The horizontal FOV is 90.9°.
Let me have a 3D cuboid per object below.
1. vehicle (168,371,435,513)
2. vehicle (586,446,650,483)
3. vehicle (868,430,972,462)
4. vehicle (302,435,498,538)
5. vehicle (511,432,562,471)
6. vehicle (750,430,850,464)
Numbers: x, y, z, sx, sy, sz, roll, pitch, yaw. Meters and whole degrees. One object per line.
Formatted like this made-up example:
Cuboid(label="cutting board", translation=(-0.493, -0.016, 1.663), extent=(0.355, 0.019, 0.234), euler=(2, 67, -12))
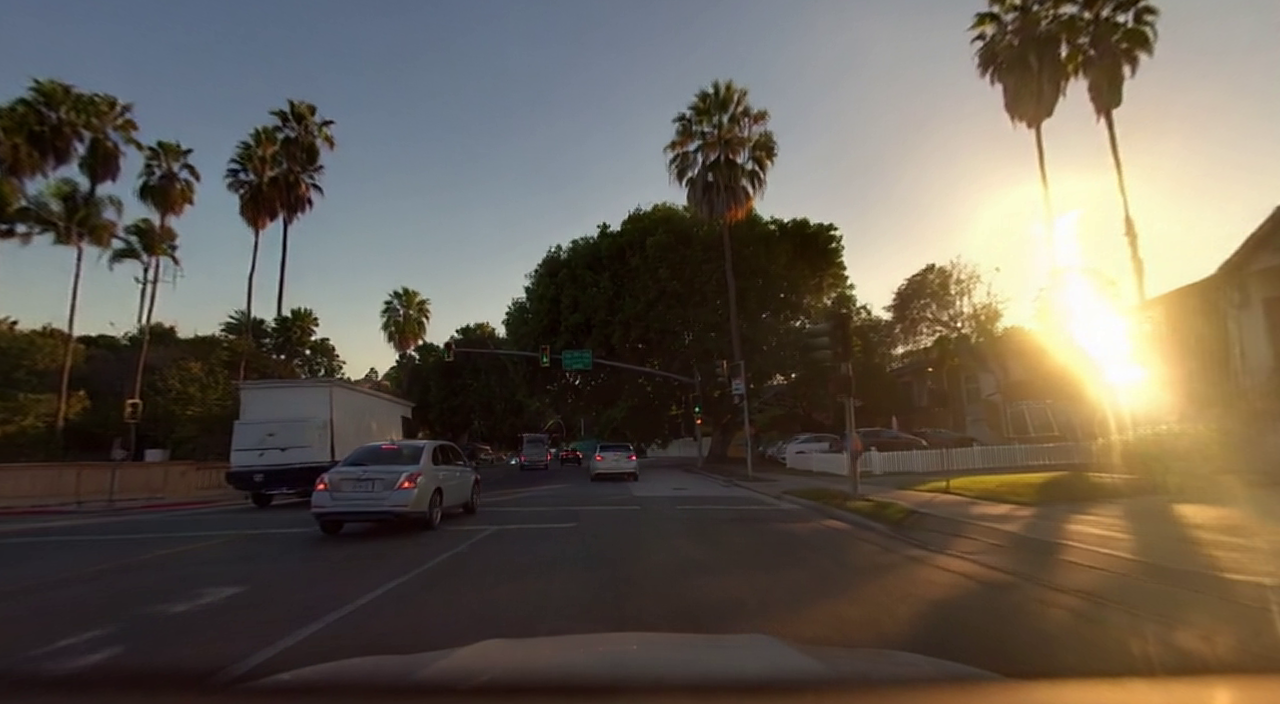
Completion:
Cuboid(label="vehicle", translation=(-7.645, 2.228, 15.603), extent=(2.821, 2.701, 6.721), euler=(-1, -8, 0))
Cuboid(label="vehicle", translation=(-0.841, 4.093, 23.299), extent=(2.131, 1.222, 3.868), euler=(0, -9, -3))
Cuboid(label="vehicle", translation=(14.565, 4.881, 32.836), extent=(4.615, 1.555, 2.021), euler=(2, -9, -15))
Cuboid(label="vehicle", translation=(-3.925, 2.252, 11.212), extent=(1.709, 1.425, 4.337), euler=(-1, -9, 1))
Cuboid(label="vehicle", translation=(-5.368, 5.247, 33.304), extent=(2.032, 1.852, 4.571), euler=(-1, -8, -2))
Cuboid(label="vehicle", translation=(8.601, 5.117, 34.026), extent=(4.742, 1.690, 2.218), euler=(2, -9, -18))
